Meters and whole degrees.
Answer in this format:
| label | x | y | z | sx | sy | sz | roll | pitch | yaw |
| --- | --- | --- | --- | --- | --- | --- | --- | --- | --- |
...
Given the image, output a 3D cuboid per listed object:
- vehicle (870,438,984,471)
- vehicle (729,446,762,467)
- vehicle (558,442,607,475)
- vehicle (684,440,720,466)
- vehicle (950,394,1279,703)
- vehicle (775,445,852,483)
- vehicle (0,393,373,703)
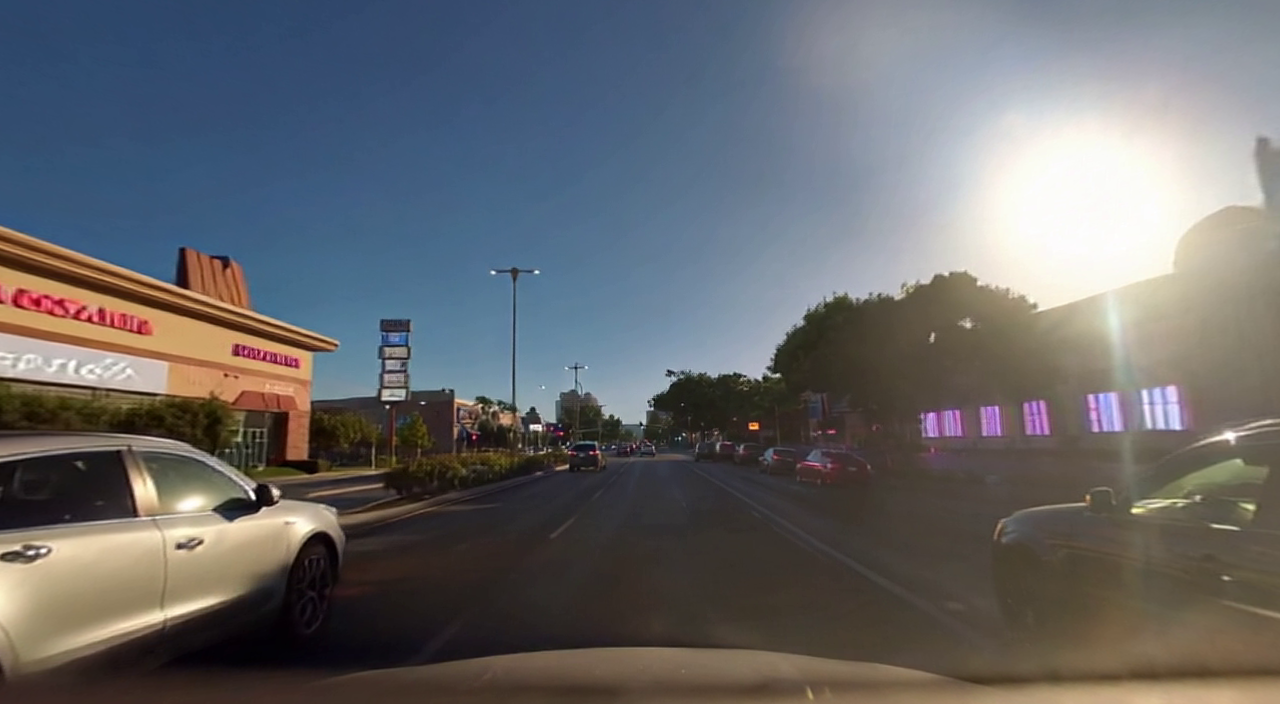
| label | x | y | z | sx | sy | sz | roll | pitch | yaw |
| --- | --- | --- | --- | --- | --- | --- | --- | --- | --- |
| vehicle | 15.898 | 5.684 | 35.141 | 5.370 | 1.699 | 1.996 | -8 | -12 | 41 |
| vehicle | 7.627 | 7.593 | 45.750 | 1.654 | 1.440 | 3.647 | 0 | -9 | -1 |
| vehicle | -2.828 | 5.309 | 31.758 | 1.917 | 1.511 | 4.436 | -1 | -9 | 2 |
| vehicle | 4.323 | 7.133 | 44.527 | 2.007 | 1.683 | 4.171 | 0 | -9 | -1 |
| vehicle | 3.293 | 0.911 | 2.326 | 1.981 | 1.499 | 4.536 | 0 | -9 | 0 |
| vehicle | 7.489 | 4.862 | 27.681 | 1.976 | 1.469 | 4.576 | 0 | -9 | -1 |
| vehicle | -3.362 | 0.986 | 2.747 | 2.155 | 1.504 | 4.776 | -1 | -9 | 2 |
